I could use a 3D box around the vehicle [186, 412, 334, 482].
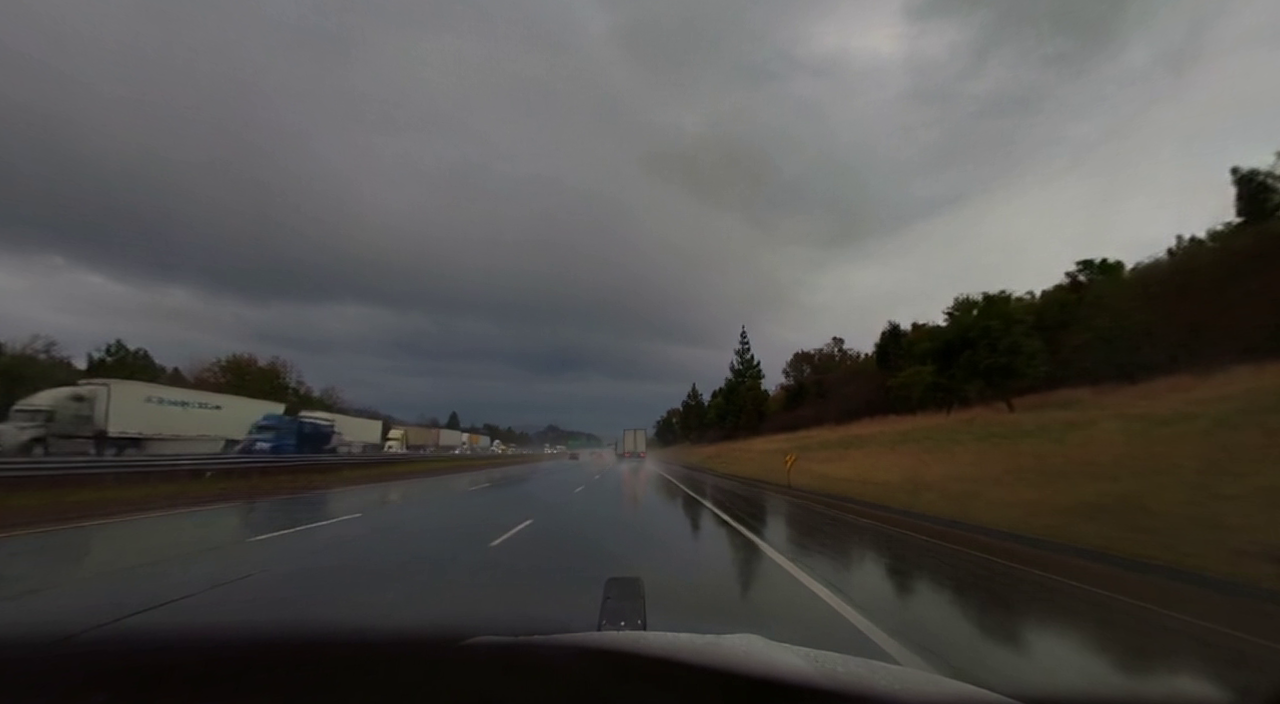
[{"bbox_3d":[-14.900,3.822,25.281,2.382,2.437,5.706,0,-9,-1],"label":"vehicle"}]

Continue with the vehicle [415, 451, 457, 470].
[{"bbox_3d":[-16.016,8.506,49.612,1.884,1.436,4.220,0,-9,0],"label":"vehicle"}]

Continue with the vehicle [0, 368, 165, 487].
[{"bbox_3d":[-23.190,3.109,24.870,2.949,3.989,7.478,0,-9,-1],"label":"vehicle"}]

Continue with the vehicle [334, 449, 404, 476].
[{"bbox_3d":[-15.257,6.245,35.785,1.863,1.438,4.669,0,-9,0],"label":"vehicle"}]
